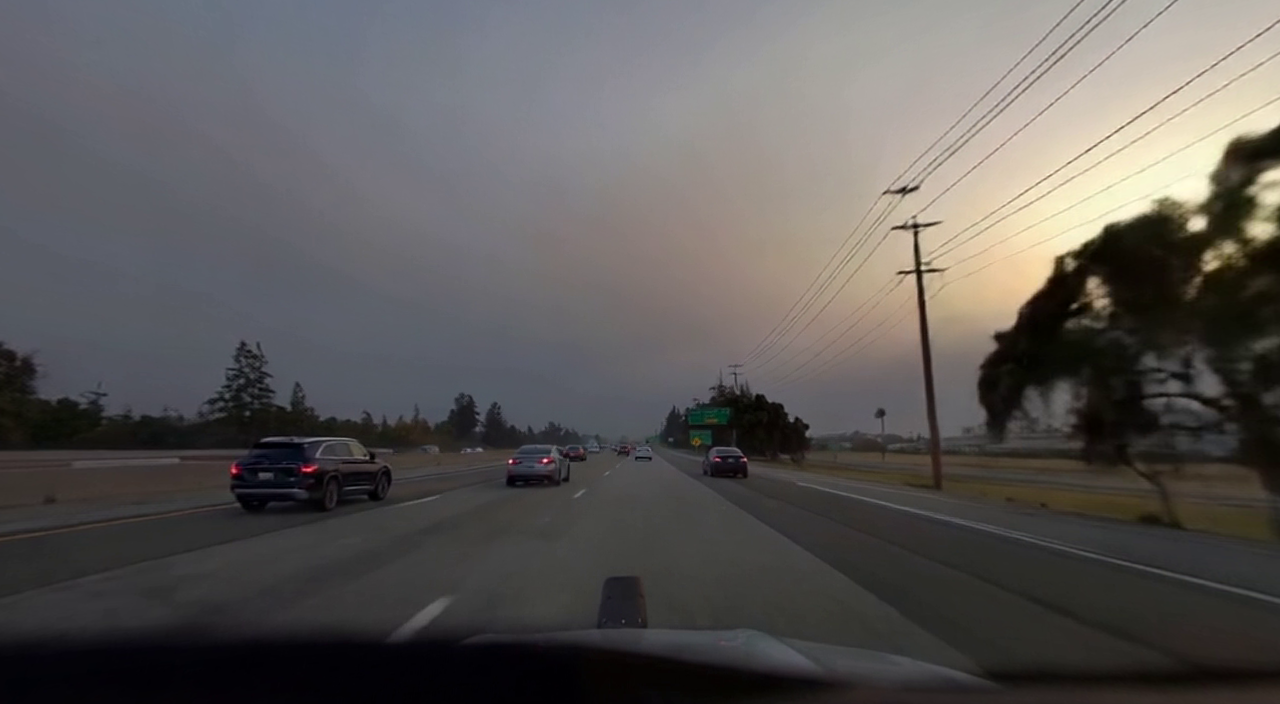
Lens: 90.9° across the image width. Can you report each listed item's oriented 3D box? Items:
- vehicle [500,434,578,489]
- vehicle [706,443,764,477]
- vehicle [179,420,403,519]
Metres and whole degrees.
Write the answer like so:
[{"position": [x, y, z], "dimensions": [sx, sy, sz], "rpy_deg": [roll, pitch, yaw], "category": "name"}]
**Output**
[{"position": [-3.379, 3.737, 21.886], "dimensions": [1.961, 1.704, 4.052], "rpy_deg": [0, -8, 1], "category": "vehicle"}, {"position": [4.330, 5.006, 29.533], "dimensions": [1.964, 1.479, 4.252], "rpy_deg": [0, -8, -1], "category": "vehicle"}, {"position": [-7.388, 2.535, 14.150], "dimensions": [2.162, 1.805, 4.853], "rpy_deg": [0, -8, 1], "category": "vehicle"}]
